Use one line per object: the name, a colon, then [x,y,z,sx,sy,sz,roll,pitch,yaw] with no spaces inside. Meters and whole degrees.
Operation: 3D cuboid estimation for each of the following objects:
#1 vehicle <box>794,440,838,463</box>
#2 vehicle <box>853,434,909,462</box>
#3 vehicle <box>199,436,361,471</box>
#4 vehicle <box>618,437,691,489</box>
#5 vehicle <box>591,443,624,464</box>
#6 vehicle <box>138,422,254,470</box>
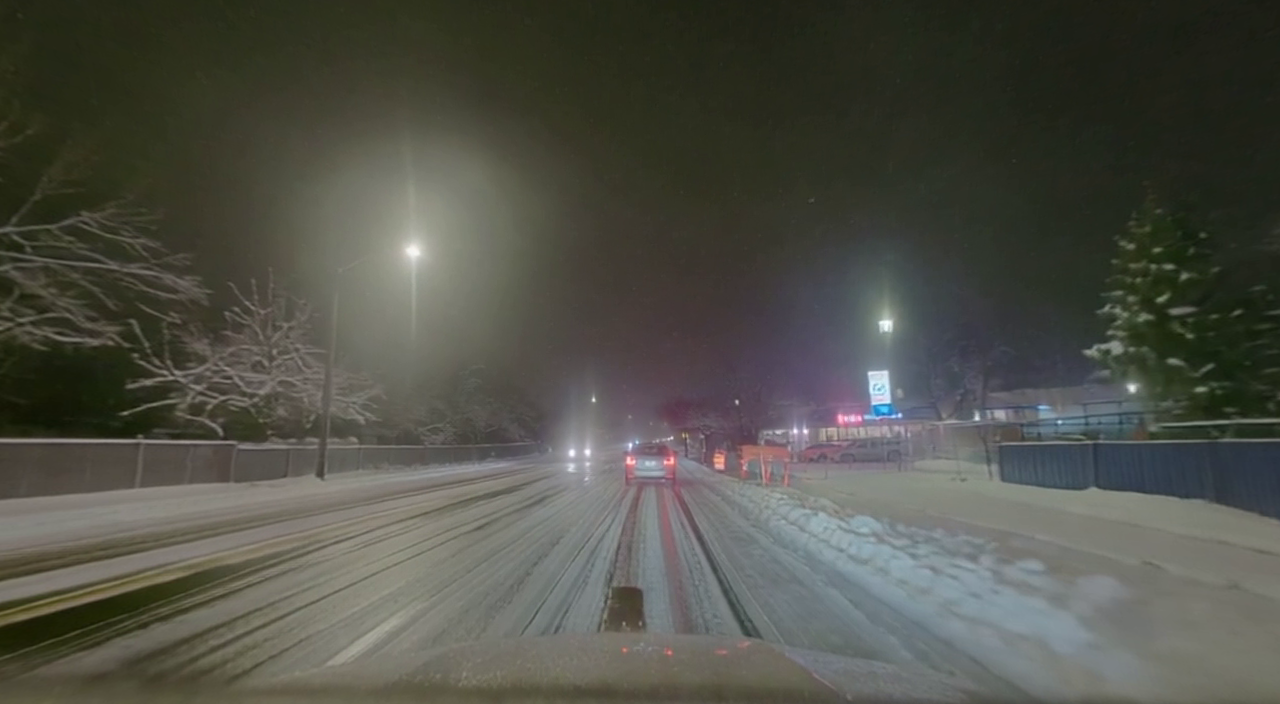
vehicle: [12.155,6.919,43.588,1.970,1.501,4.514,0,-9,3]
vehicle: [16.430,6.572,43.042,2.101,1.825,4.700,0,-9,2]
vehicle: [-27.522,7.913,49.724,2.951,2.274,15.187,0,-8,5]
vehicle: [0.401,3.564,20.557,2.144,1.514,4.063,0,-9,0]
vehicle: [-2.496,7.942,49.246,2.208,1.520,4.358,0,-9,2]
vehicle: [-31.639,6.669,45.130,2.945,3.103,6.716,0,-7,5]
